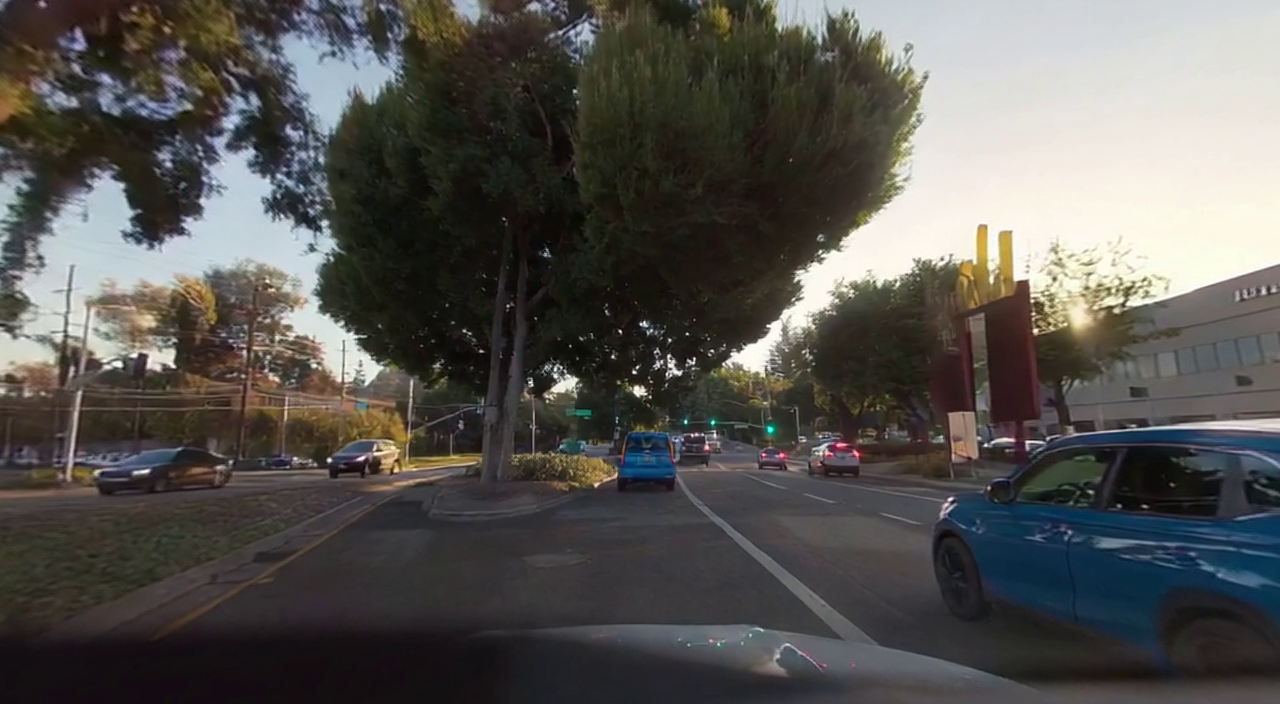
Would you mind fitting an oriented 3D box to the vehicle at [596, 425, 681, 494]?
[{"bbox_3d":[-0.086,3.382,20.260,2.402,1.938,4.535,0,-9,-1],"label":"vehicle"}]

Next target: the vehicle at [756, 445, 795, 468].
[{"bbox_3d":[9.775,7.565,45.901,1.879,1.517,4.006,0,-9,0],"label":"vehicle"}]

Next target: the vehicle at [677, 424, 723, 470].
[{"bbox_3d":[3.581,5.730,38.284,2.239,2.586,4.586,1,-8,-1],"label":"vehicle"}]

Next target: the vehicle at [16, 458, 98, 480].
[{"bbox_3d":[-45.591,9.170,49.462,4.675,1.644,1.785,0,-9,2],"label":"vehicle"}]

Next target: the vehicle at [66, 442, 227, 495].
[{"bbox_3d":[-18.928,4.455,24.631,2.050,1.797,4.945,-1,-9,3],"label":"vehicle"}]

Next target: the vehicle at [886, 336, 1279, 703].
[{"bbox_3d":[3.346,1.004,3.589,2.076,1.716,4.416,0,-9,0],"label":"vehicle"}]

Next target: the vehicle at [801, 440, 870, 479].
[{"bbox_3d":[9.544,5.264,31.244,1.977,1.786,4.344,0,-9,0],"label":"vehicle"}]

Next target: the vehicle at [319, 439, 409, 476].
[{"bbox_3d":[-14.787,5.683,34.216,2.311,1.849,4.889,-1,-9,6],"label":"vehicle"}]
